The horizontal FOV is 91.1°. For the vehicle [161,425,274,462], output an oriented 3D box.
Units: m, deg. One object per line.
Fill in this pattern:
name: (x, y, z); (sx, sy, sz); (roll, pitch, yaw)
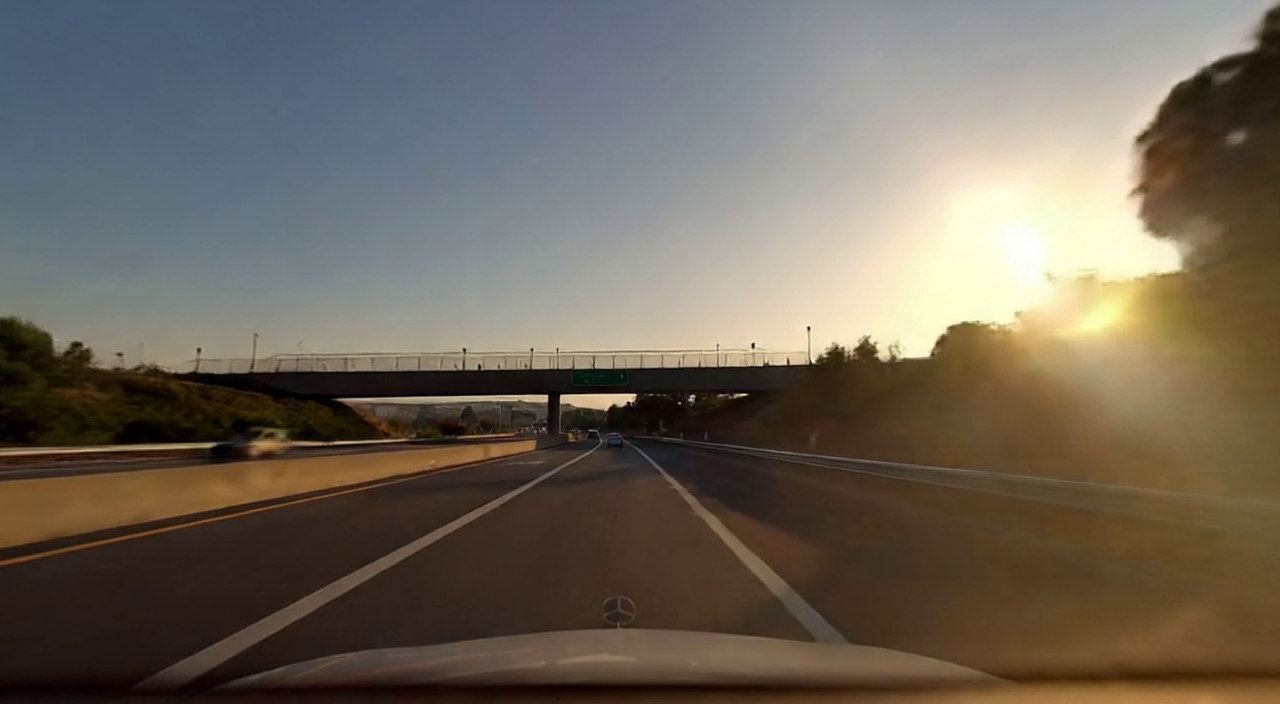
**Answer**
vehicle: (-19.228, 4.180, 28.903); (1.937, 1.509, 4.603); (0, -8, 1)
